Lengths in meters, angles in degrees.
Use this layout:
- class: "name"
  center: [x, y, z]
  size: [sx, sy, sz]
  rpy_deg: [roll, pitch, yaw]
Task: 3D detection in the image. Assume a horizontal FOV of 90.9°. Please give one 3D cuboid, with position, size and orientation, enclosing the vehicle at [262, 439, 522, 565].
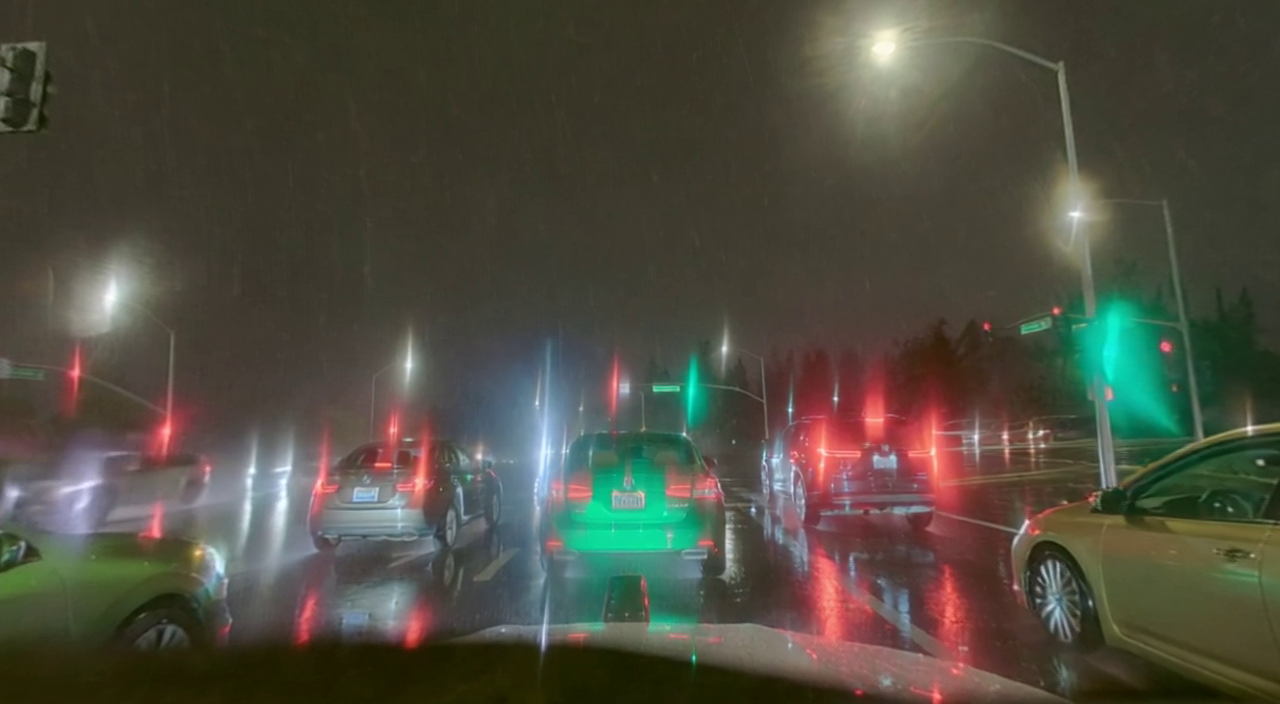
- class: "vehicle"
  center: [-3.300, 2.070, 9.546]
  size: [1.995, 1.436, 4.373]
  rpy_deg: [-1, -8, 3]

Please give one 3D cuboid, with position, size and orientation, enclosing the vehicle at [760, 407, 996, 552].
- class: "vehicle"
  center: [3.300, 1.864, 9.834]
  size: [1.992, 1.744, 4.183]
  rpy_deg: [0, -8, -1]

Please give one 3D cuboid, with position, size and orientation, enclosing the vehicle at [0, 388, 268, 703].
- class: "vehicle"
  center: [-3.479, 0.840, 1.840]
  size: [2.016, 1.547, 4.414]
  rpy_deg: [0, -8, 1]

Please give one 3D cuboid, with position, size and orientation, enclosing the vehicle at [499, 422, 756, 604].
- class: "vehicle"
  center: [-0.125, 1.650, 7.385]
  size: [2.140, 1.499, 4.119]
  rpy_deg: [0, -8, -1]

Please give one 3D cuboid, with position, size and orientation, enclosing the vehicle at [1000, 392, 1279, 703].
- class: "vehicle"
  center: [3.930, 0.971, 3.106]
  size: [1.800, 1.519, 4.198]
  rpy_deg: [0, -8, 0]
